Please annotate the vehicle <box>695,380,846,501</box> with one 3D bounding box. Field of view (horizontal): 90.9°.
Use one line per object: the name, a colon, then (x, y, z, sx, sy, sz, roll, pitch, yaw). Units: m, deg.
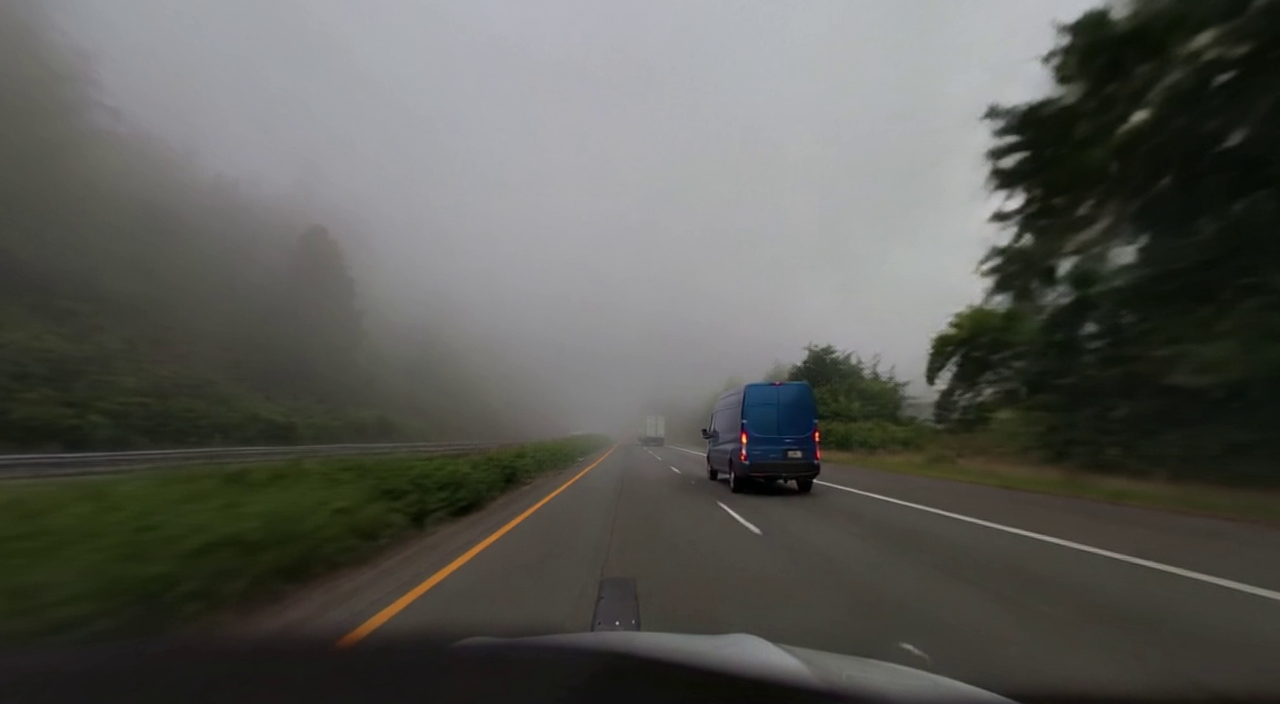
vehicle: (3.078, 2.309, 16.705, 2.570, 2.596, 6.082, 0, -8, -1)
